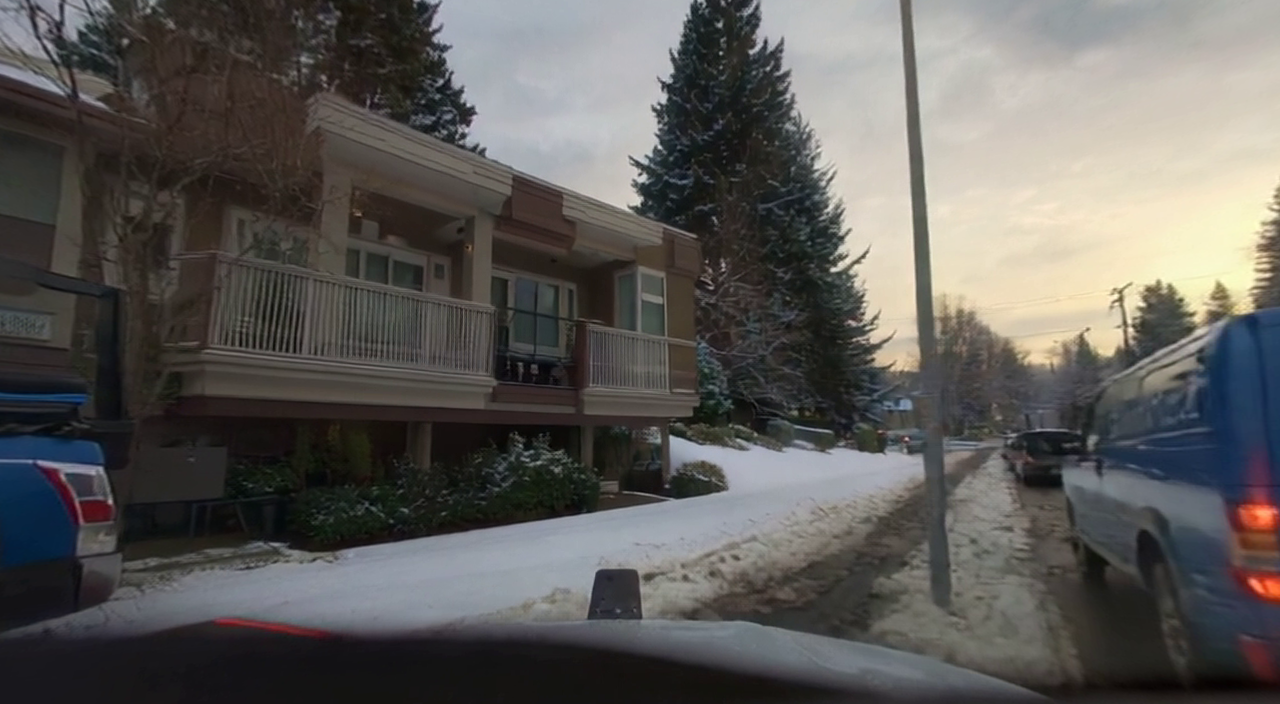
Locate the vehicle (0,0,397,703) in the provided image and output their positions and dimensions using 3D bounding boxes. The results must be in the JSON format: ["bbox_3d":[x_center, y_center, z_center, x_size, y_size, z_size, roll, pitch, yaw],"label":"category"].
[{"bbox_3d":[-5.712,-0.449,0.543,2.998,3.659,10.517,-5,-10,30],"label":"vehicle"}]

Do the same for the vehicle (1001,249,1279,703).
[{"bbox_3d":[4.374,0.967,4.660,2.418,2.078,5.866,-4,-9,25],"label":"vehicle"}]
